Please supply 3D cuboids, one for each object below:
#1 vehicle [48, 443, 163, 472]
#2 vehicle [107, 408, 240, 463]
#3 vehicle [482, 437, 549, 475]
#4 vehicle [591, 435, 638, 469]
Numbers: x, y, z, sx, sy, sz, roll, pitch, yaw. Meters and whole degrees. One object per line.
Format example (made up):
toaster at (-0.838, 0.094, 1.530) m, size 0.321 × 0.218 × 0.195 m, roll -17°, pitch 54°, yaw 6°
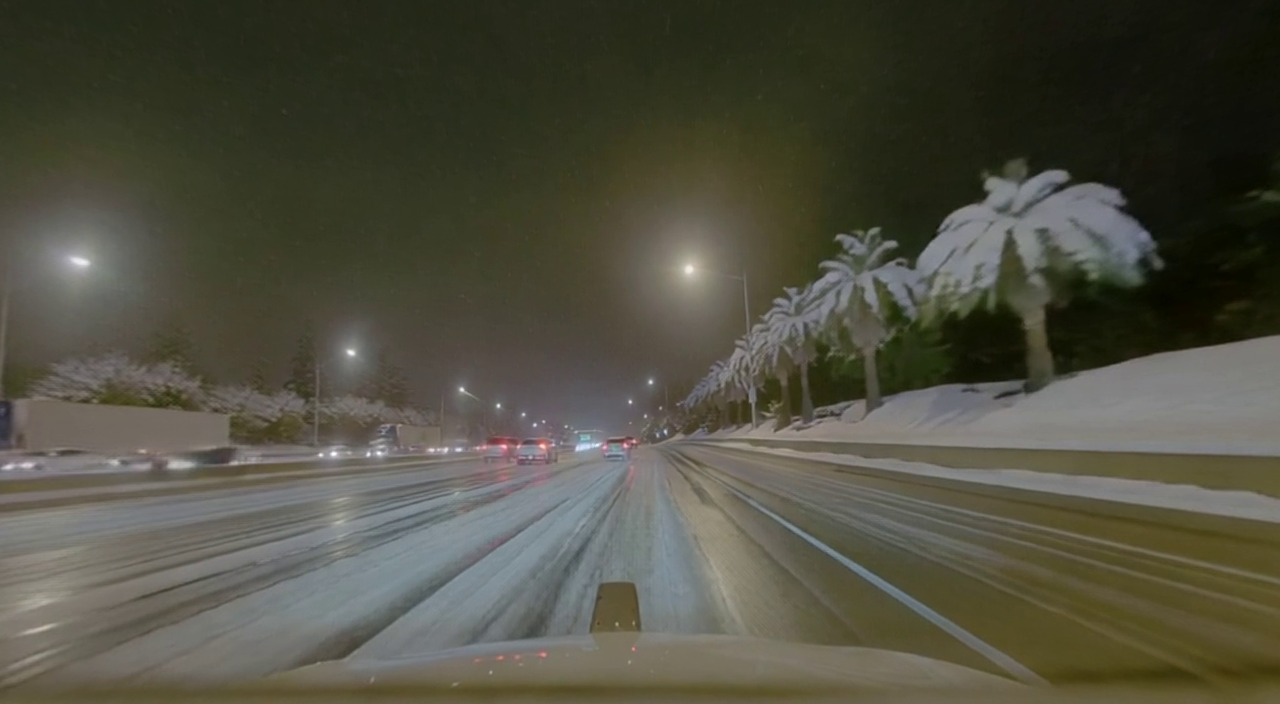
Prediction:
vehicle at (-30.222, 5.938, 35.964) m, size 1.874 × 1.520 × 5.041 m, roll -1°, pitch -8°, yaw 4°
vehicle at (-35.281, 6.493, 48.475) m, size 2.812 × 3.781 × 9.113 m, roll -1°, pitch -8°, yaw 3°
vehicle at (-5.922, 5.008, 30.673) m, size 2.204 × 1.677 × 4.438 m, roll -1°, pitch -8°, yaw 2°
vehicle at (-1.289, 5.294, 33.658) m, size 2.201 × 1.672 × 4.128 m, roll 0°, pitch -8°, yaw 1°
